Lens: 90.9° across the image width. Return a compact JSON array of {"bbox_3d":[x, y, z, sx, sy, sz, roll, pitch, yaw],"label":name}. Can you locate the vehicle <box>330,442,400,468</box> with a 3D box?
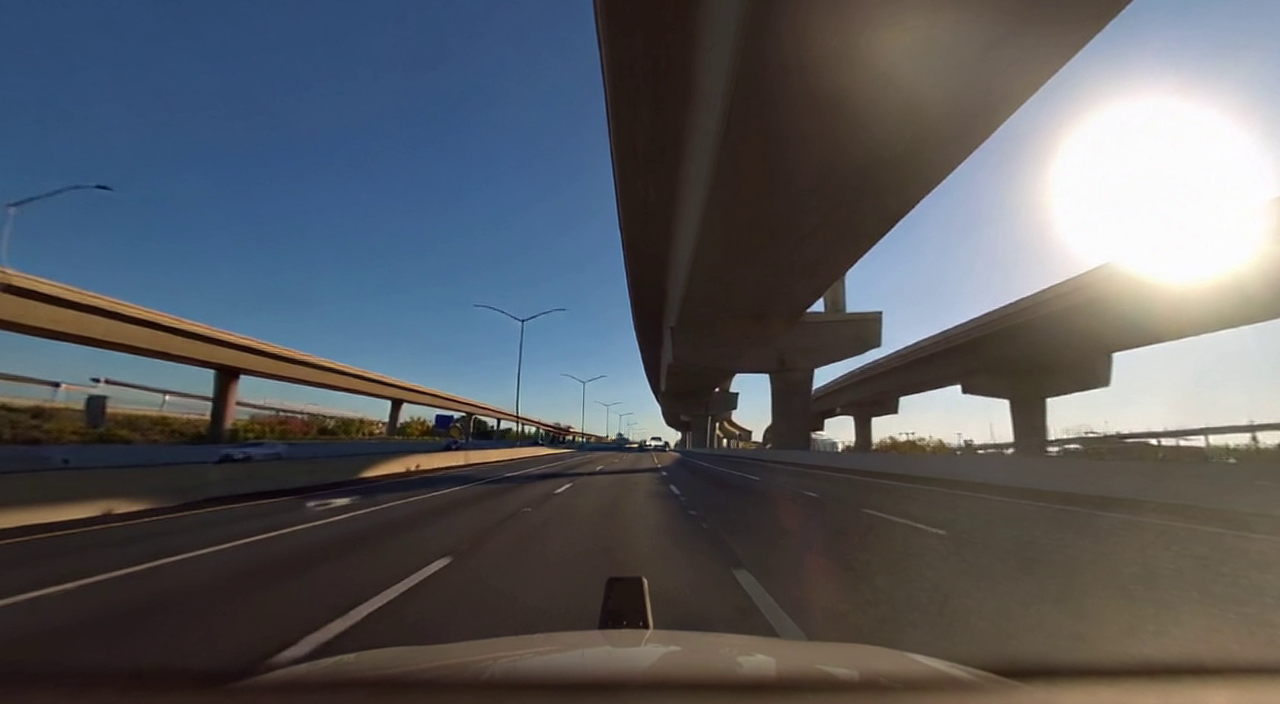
[{"bbox_3d":[-16.420,6.151,37.957,1.957,1.446,4.710,0,-9,1],"label":"vehicle"}]

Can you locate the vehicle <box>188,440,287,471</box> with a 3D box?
[{"bbox_3d":[-20.179,5.207,31.897,2.001,1.455,4.391,0,-8,1],"label":"vehicle"}]
